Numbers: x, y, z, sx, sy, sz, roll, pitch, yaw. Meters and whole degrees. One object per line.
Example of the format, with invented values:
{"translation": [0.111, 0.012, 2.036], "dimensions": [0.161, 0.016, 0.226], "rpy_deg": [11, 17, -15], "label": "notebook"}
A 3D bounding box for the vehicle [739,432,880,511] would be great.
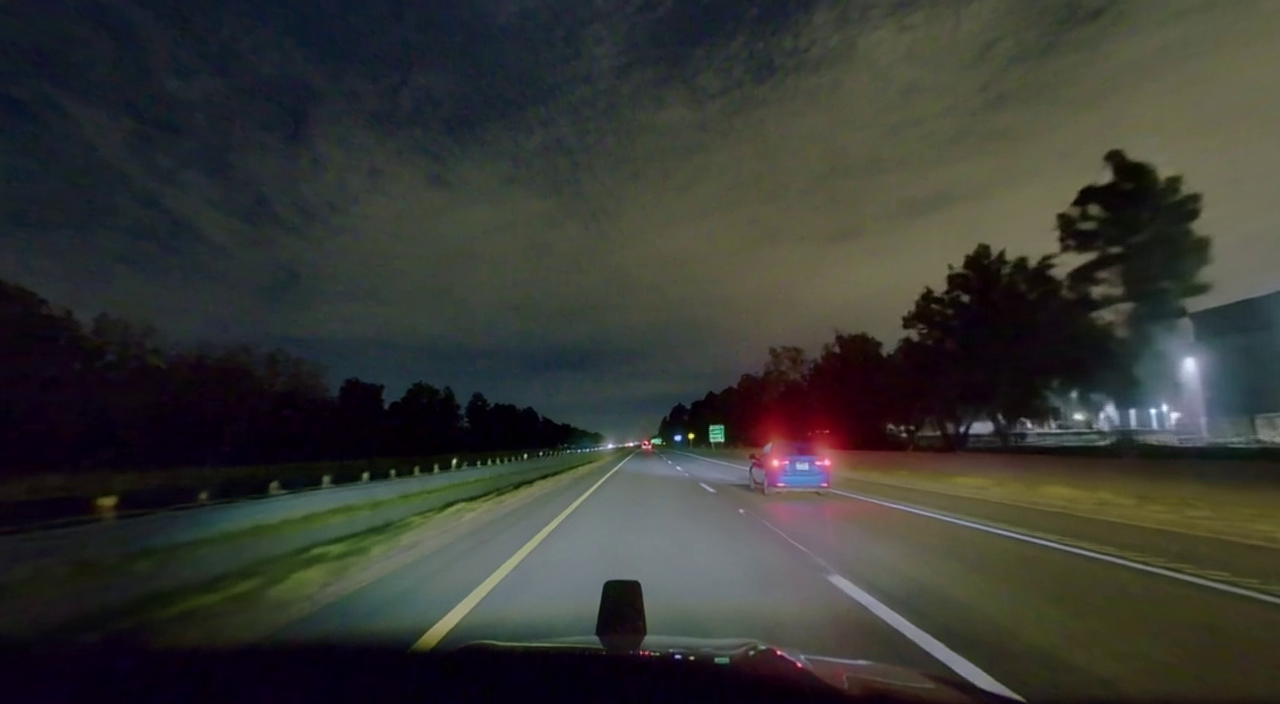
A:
{"translation": [3.678, 2.665, 14.486], "dimensions": [2.079, 1.531, 3.997], "rpy_deg": [0, -8, -1], "label": "vehicle"}
